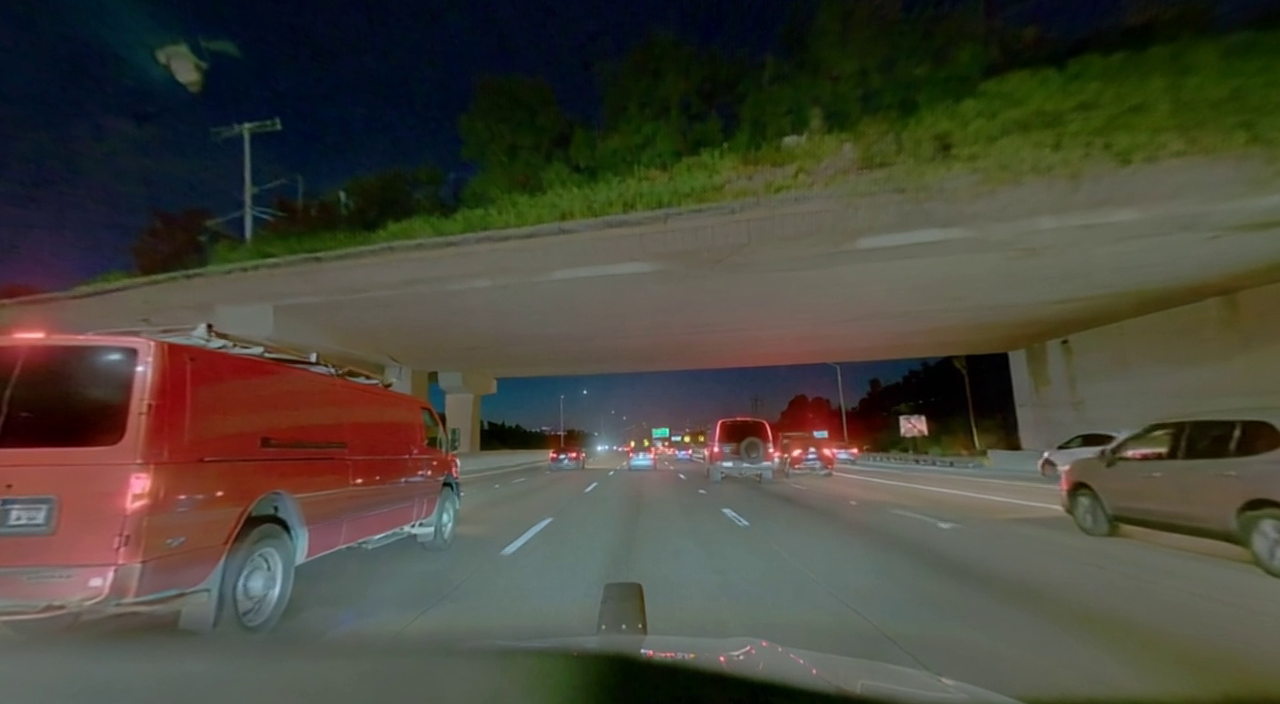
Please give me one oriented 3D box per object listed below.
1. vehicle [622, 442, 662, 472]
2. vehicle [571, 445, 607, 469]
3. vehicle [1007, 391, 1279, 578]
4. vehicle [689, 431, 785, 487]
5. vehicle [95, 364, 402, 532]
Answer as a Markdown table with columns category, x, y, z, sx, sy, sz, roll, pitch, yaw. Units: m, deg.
| category | x | y | z | sx | sy | sz | roll | pitch | yaw |
| --- | --- | --- | --- | --- | --- | --- | --- | --- | --- |
| vehicle | 0.107 | 5.965 | 36.072 | 2.115 | 1.617 | 4.102 | 0 | -9 | 0 |
| vehicle | -3.352 | 6.989 | 42.203 | 1.970 | 1.483 | 4.071 | 0 | -9 | 1 |
| vehicle | 7.509 | 1.571 | 7.958 | 2.304 | 1.840 | 5.706 | 0 | -9 | 0 |
| vehicle | 3.571 | 4.127 | 24.643 | 2.777 | 1.895 | 5.710 | 0 | -9 | -1 |
| vehicle | -7.589 | 2.029 | 13.534 | 2.336 | 2.708 | 6.421 | 0 | -9 | 1 |
